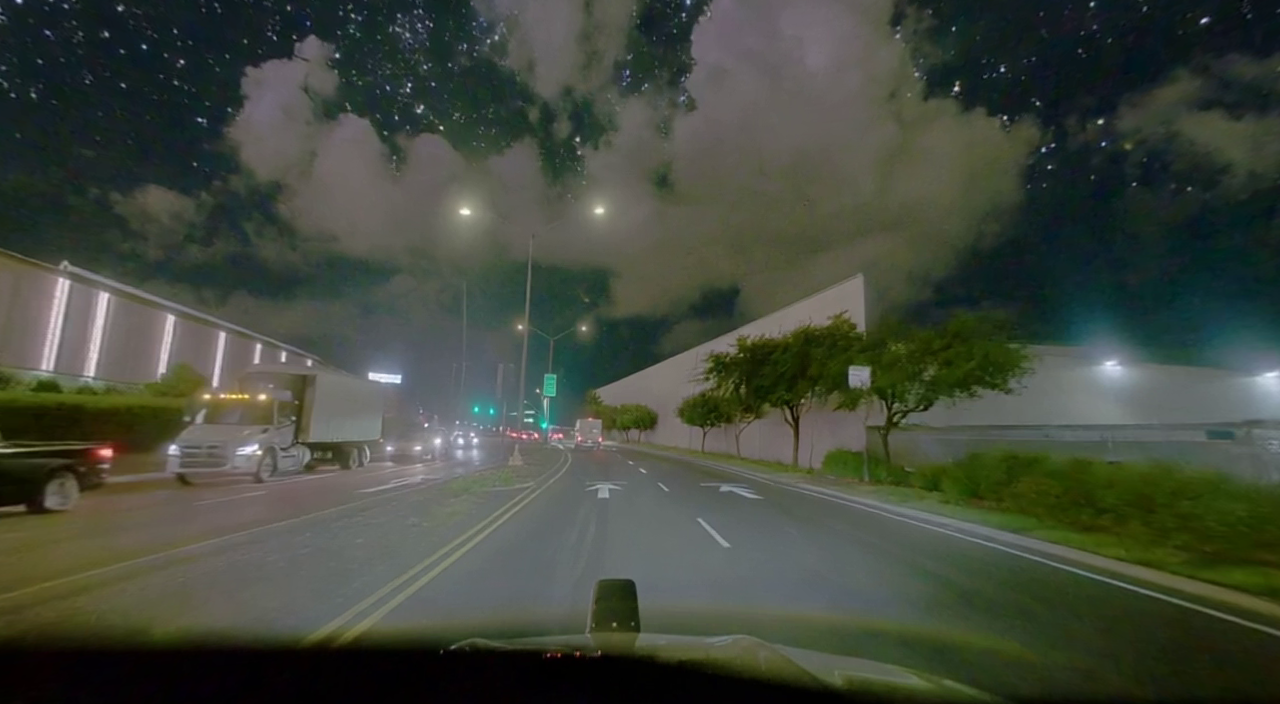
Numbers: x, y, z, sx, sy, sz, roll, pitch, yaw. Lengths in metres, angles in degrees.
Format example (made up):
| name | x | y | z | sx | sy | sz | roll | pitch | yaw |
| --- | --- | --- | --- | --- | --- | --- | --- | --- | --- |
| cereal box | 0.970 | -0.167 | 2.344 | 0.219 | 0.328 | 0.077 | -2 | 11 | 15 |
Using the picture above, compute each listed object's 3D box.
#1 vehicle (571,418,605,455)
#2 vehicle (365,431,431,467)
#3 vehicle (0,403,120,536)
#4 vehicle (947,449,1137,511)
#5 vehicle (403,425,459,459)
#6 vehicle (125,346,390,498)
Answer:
| name | x | y | z | sx | sy | sz | roll | pitch | yaw |
| --- | --- | --- | --- | --- | --- | --- | --- | --- | --- |
| vehicle | -4.160 | 6.706 | 49.957 | 2.276 | 2.706 | 5.232 | 1 | -8 | -8 |
| vehicle | -11.785 | 4.748 | 30.991 | 1.926 | 1.610 | 4.079 | 1 | -8 | -5 |
| vehicle | -9.874 | 1.540 | 8.105 | 2.257 | 1.797 | 4.887 | 0 | -8 | -1 |
| vehicle | 11.961 | 3.814 | 19.012 | 4.495 | 1.476 | 1.773 | 2 | -8 | 5 |
| vehicle | -12.681 | 5.504 | 38.624 | 2.198 | 1.916 | 5.296 | 1 | -8 | -7 |
| vehicle | -10.900 | 2.295 | 19.725 | 3.012 | 3.547 | 9.604 | 1 | -8 | -5 |
